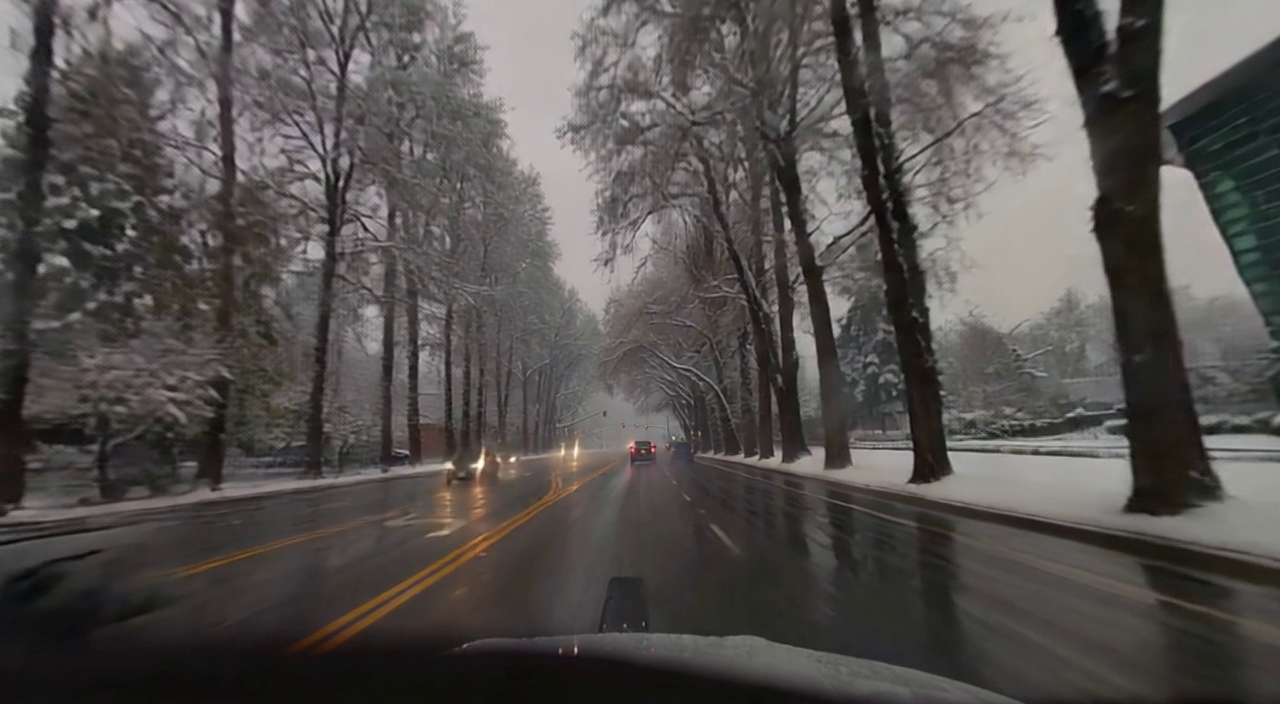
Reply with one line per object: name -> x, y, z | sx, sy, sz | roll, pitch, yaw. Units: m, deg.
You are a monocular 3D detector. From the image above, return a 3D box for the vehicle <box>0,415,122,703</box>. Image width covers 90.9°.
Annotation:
vehicle -> -4.049, 0.809, 1.342 | 2.014, 1.487, 4.591 | 0, -8, -1

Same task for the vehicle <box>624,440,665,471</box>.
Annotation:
vehicle -> 0.220, 5.717, 35.112 | 2.109, 1.612, 3.963 | 0, -8, 0

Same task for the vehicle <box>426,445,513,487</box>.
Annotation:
vehicle -> -6.616, 4.477, 25.111 | 2.081, 1.477, 4.760 | 0, -8, 1

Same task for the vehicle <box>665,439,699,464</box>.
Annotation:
vehicle -> 3.154, 7.566, 48.169 | 2.189, 1.766, 4.495 | 0, -8, -1
